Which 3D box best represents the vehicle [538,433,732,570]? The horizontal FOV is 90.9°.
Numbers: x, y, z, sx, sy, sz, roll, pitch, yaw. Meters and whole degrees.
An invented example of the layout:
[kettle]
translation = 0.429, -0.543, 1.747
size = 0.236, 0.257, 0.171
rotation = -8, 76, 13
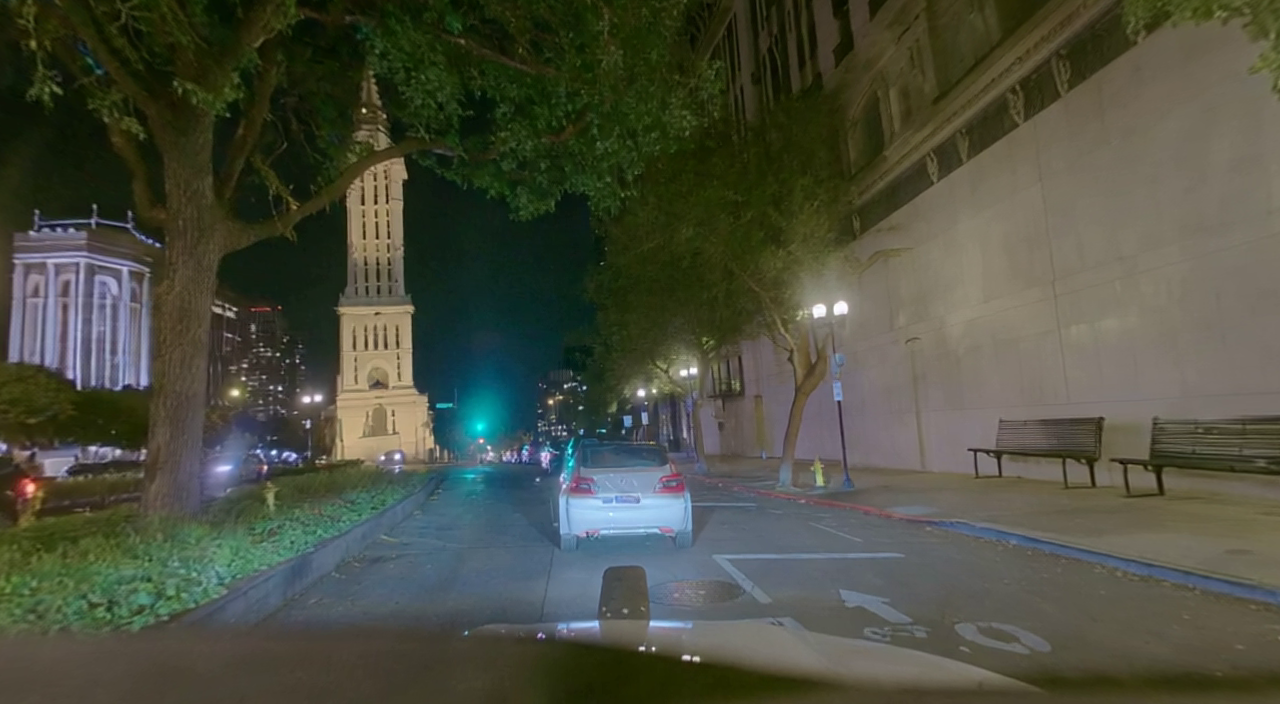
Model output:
[vehicle]
translation = -0.240, 1.939, 9.012
size = 2.142, 1.475, 4.051
rotation = 1, -8, -6
